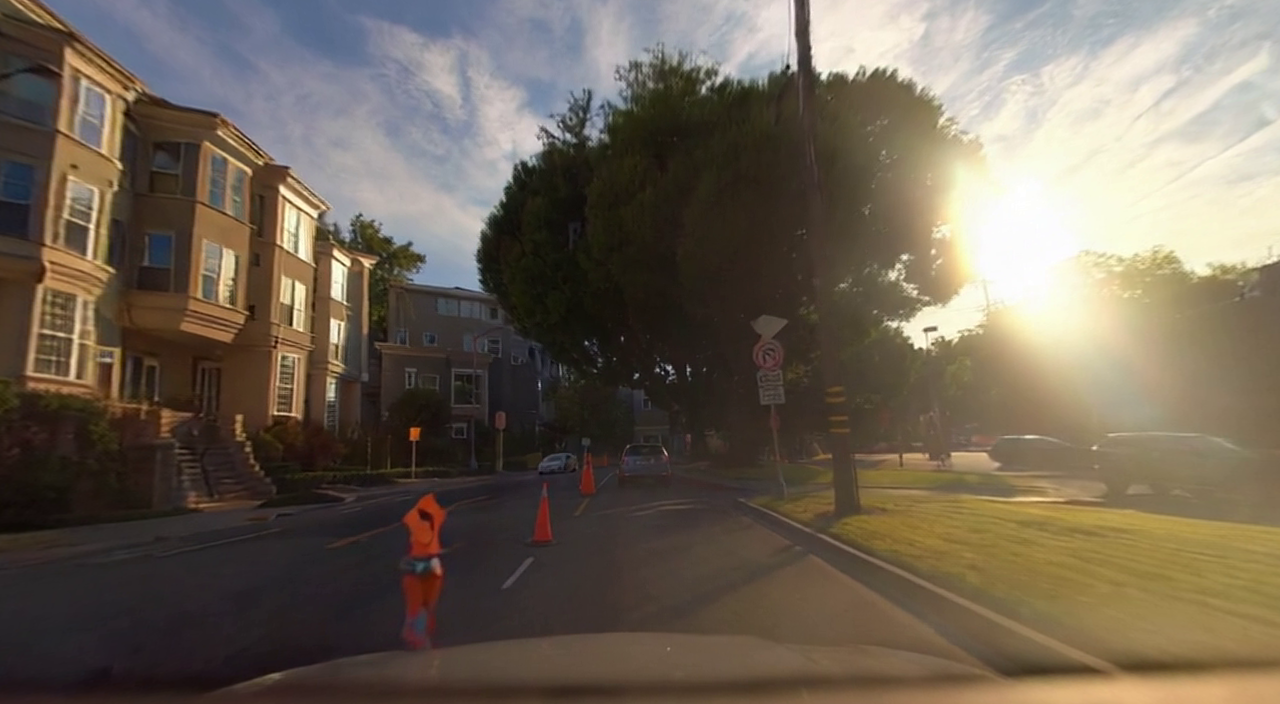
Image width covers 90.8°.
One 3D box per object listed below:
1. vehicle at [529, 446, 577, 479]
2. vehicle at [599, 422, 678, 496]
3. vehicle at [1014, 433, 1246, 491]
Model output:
[{"bbox_3d":[-6.040,7.753,44.629,2.502,2.163,5.833,0,-9,0],"label":"vehicle"},{"bbox_3d":[-0.063,3.366,20.088,2.169,2.015,5.206,0,-9,-1],"label":"vehicle"},{"bbox_3d":[13.165,3.000,17.305,4.567,1.448,1.890,-1,-9,8],"label":"vehicle"}]
